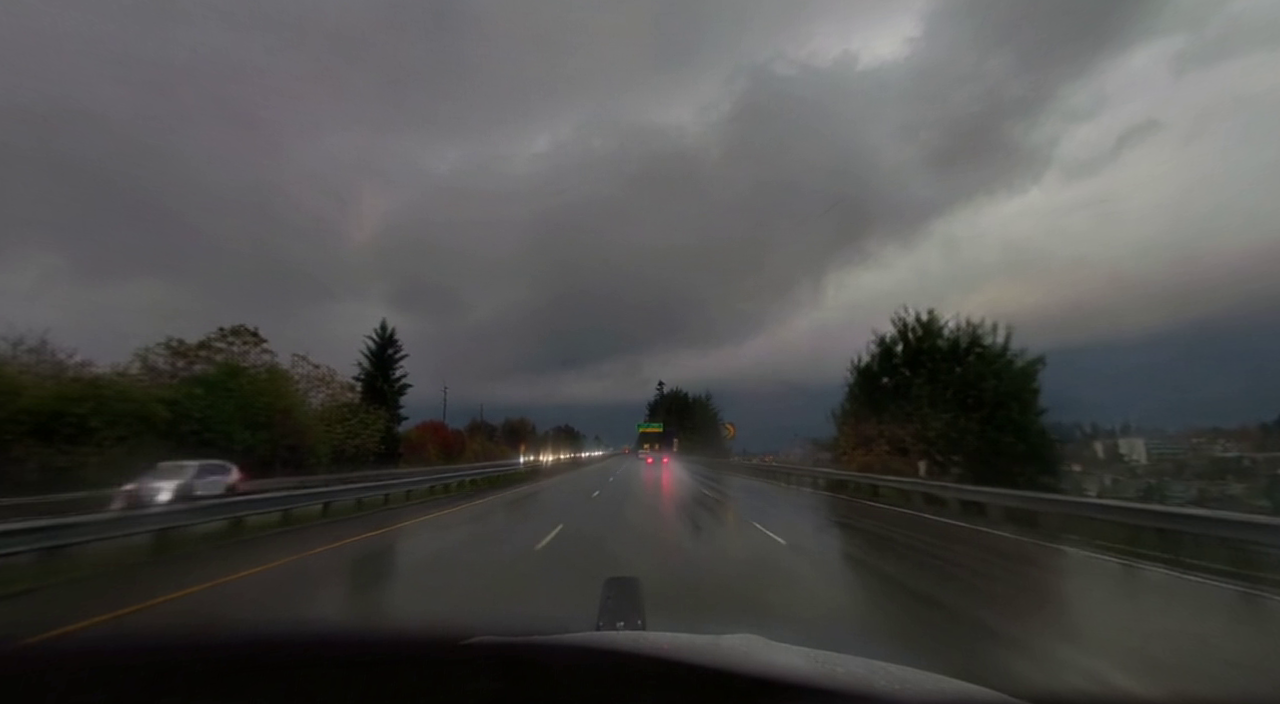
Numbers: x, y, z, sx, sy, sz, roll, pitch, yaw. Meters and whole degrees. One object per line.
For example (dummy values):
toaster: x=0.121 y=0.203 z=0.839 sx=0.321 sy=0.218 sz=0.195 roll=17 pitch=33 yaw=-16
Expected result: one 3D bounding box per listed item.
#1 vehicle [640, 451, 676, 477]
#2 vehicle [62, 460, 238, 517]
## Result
vehicle: x=1.028 y=6.652 z=37.728 sx=2.036 sy=1.457 sz=3.471 roll=0 pitch=-9 yaw=-1
vehicle: x=-17.113 y=4.763 z=22.467 sx=2.335 sy=1.694 sz=4.933 roll=0 pitch=-9 yaw=-1
